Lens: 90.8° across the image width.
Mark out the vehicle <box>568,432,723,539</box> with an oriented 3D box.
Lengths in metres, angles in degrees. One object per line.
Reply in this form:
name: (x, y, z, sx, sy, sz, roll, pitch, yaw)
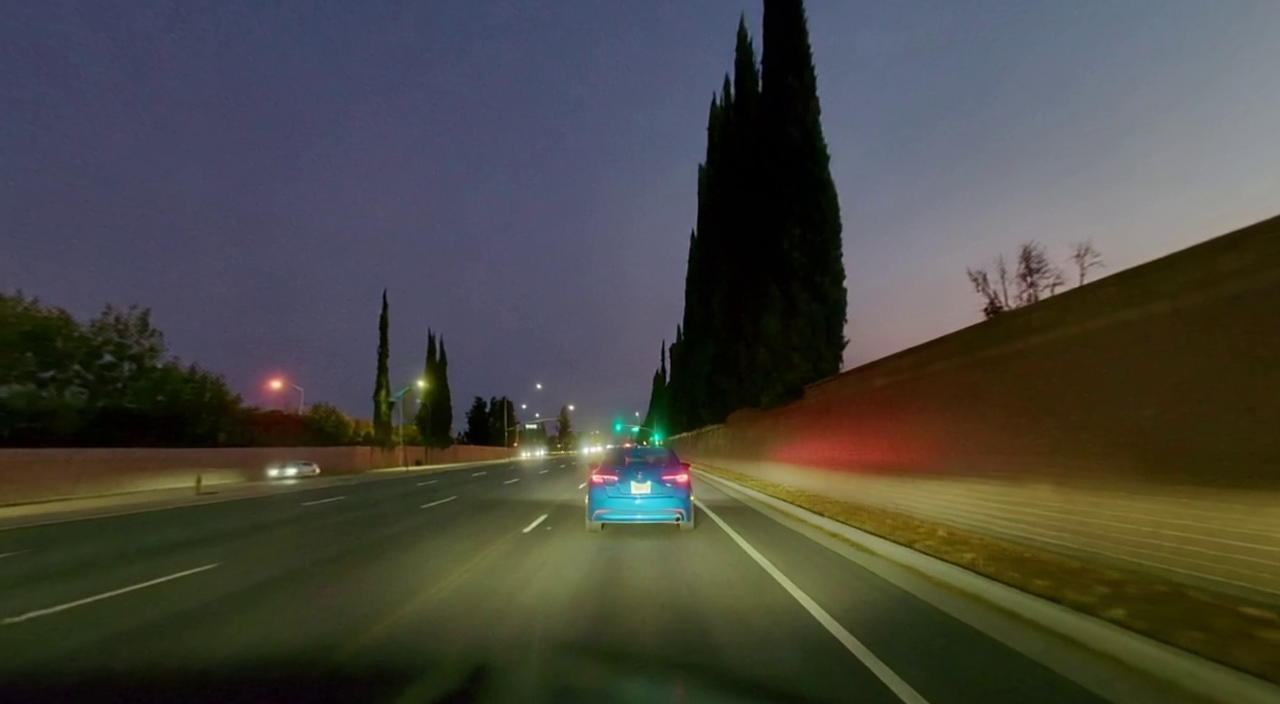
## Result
vehicle: (0.075, 2.231, 11.207, 2.205, 1.509, 4.272, 0, -8, 0)
